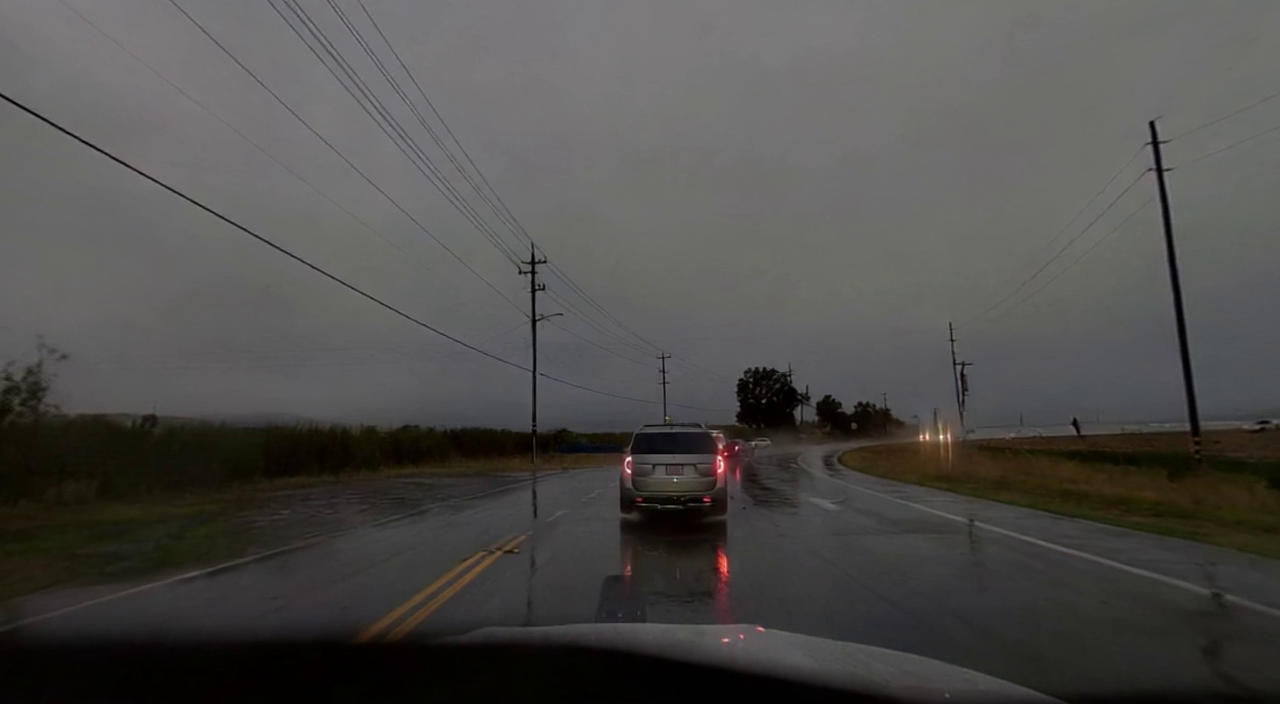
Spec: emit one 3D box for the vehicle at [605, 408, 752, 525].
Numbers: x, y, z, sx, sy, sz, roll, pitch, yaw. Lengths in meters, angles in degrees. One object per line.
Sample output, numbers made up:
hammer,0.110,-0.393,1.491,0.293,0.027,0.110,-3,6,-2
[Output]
vehicle,0.678,2.192,12.539,2.364,1.859,4.538,0,-9,2
